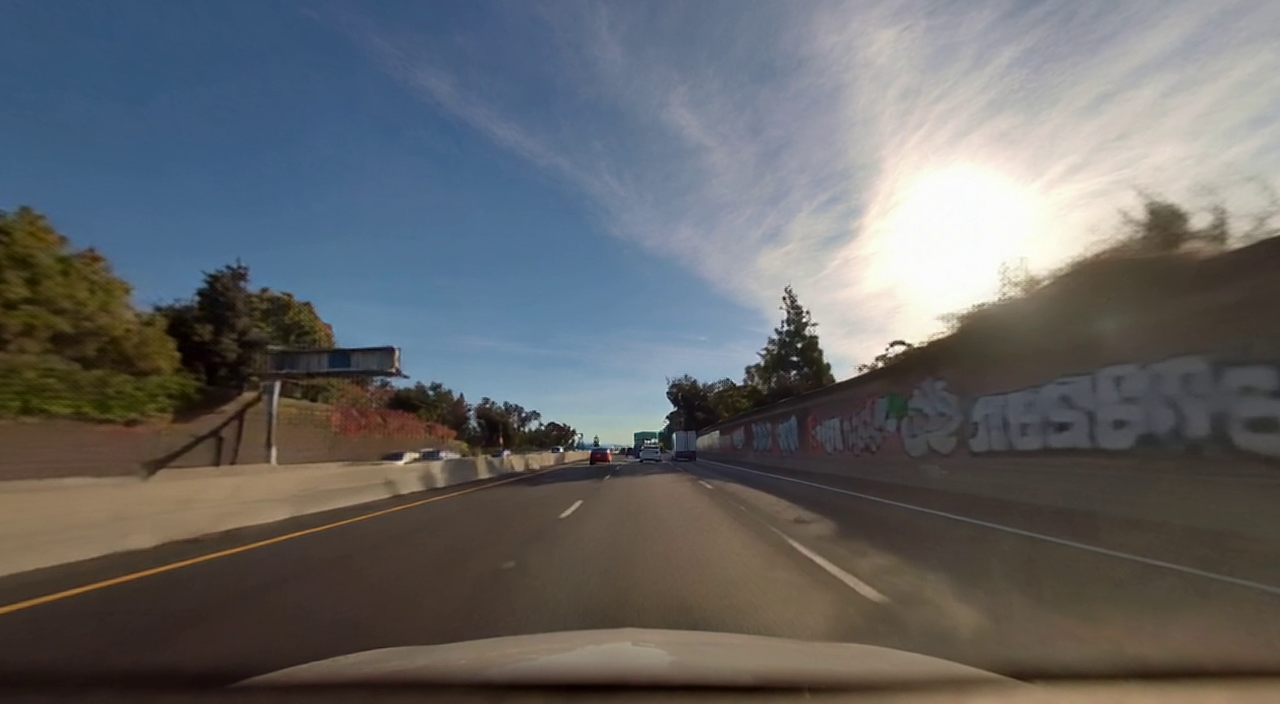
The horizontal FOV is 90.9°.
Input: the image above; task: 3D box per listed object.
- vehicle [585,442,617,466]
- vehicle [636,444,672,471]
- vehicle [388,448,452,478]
[{"bbox_3d":[-2.842,7.635,47.181,2.095,1.671,4.193,0,-9,1],"label":"vehicle"},{"bbox_3d":[0.786,6.280,37.759,2.009,1.506,4.091,0,-9,0],"label":"vehicle"},{"bbox_3d":[-11.980,6.062,34.697,1.844,1.492,4.446,0,-9,1],"label":"vehicle"}]
